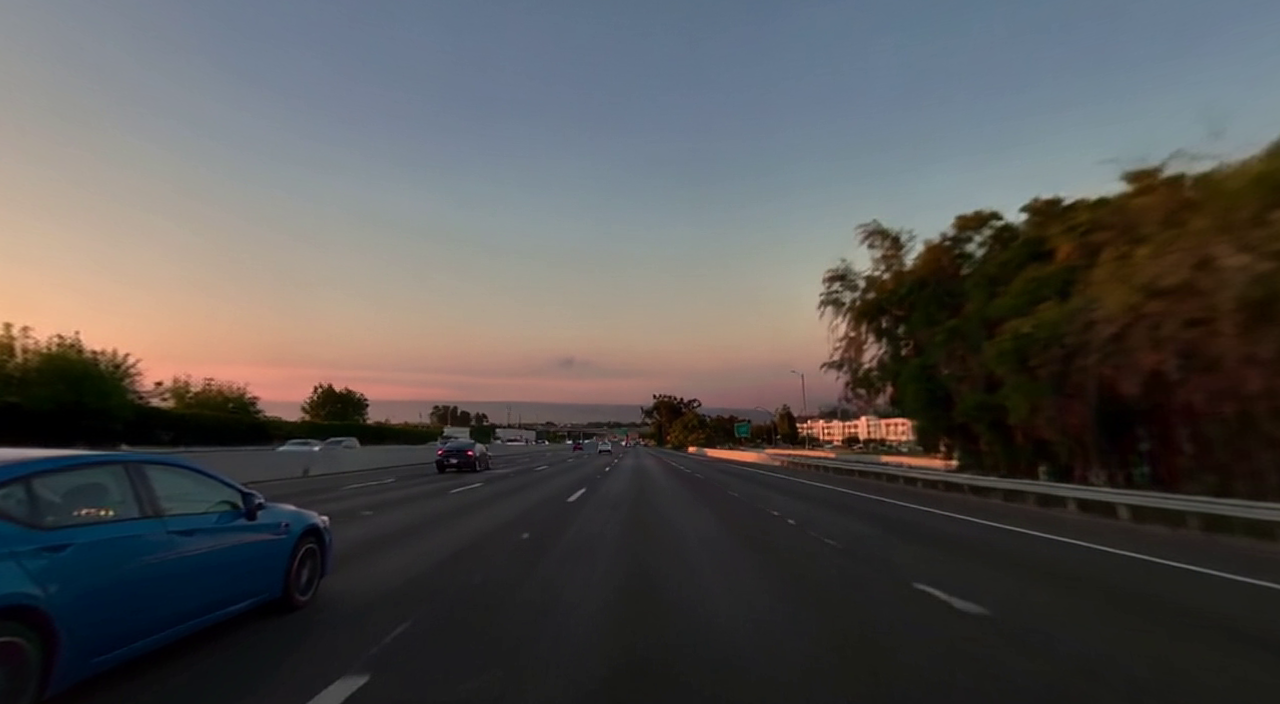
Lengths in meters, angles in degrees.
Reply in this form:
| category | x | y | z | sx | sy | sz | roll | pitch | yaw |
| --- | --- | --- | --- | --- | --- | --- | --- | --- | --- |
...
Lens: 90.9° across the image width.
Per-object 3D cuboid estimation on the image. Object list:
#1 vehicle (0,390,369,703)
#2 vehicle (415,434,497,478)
| category | x | y | z | sx | sy | sz | roll | pitch | yaw |
| --- | --- | --- | --- | --- | --- | --- | --- | --- | --- |
| vehicle | -3.626 | 1.065 | 3.309 | 2.144 | 1.565 | 4.951 | 0 | -8 | 1 |
| vehicle | -7.718 | 4.402 | 26.948 | 2.118 | 1.675 | 4.395 | 0 | -8 | 1 |
